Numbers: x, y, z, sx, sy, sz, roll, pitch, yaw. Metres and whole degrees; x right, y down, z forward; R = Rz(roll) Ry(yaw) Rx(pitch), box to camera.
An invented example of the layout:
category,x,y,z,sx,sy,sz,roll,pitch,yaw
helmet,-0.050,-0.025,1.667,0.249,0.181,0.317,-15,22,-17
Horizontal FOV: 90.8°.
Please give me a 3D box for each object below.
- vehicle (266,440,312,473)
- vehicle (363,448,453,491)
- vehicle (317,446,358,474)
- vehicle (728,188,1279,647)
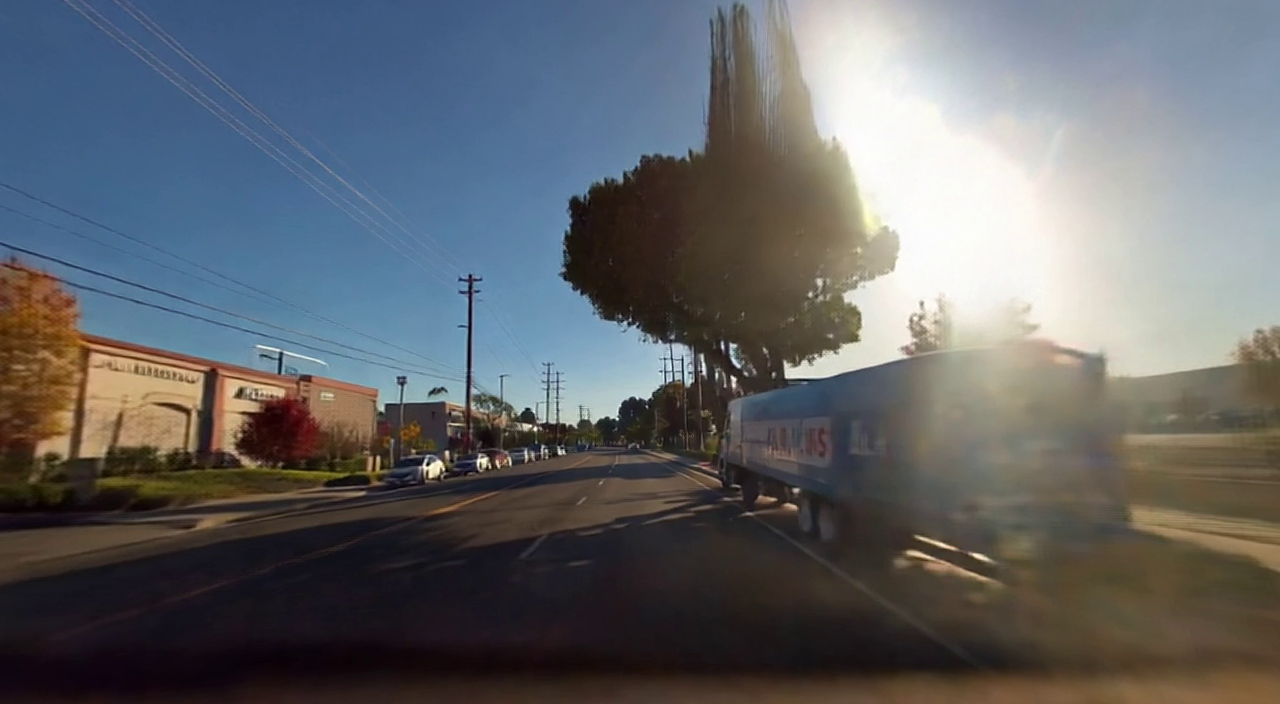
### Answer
category,x,y,z,sx,sy,sz,roll,pitch,yaw
vehicle,-21.526,6.403,38.894,1.954,1.868,4.977,3,-9,-24
vehicle,-8.833,4.502,24.517,1.939,1.480,4.632,0,-9,-3
vehicle,-18.946,6.785,39.715,1.795,1.535,4.163,0,-9,-18
vehicle,3.690,1.030,8.977,3.168,3.106,9.350,0,-8,-2
